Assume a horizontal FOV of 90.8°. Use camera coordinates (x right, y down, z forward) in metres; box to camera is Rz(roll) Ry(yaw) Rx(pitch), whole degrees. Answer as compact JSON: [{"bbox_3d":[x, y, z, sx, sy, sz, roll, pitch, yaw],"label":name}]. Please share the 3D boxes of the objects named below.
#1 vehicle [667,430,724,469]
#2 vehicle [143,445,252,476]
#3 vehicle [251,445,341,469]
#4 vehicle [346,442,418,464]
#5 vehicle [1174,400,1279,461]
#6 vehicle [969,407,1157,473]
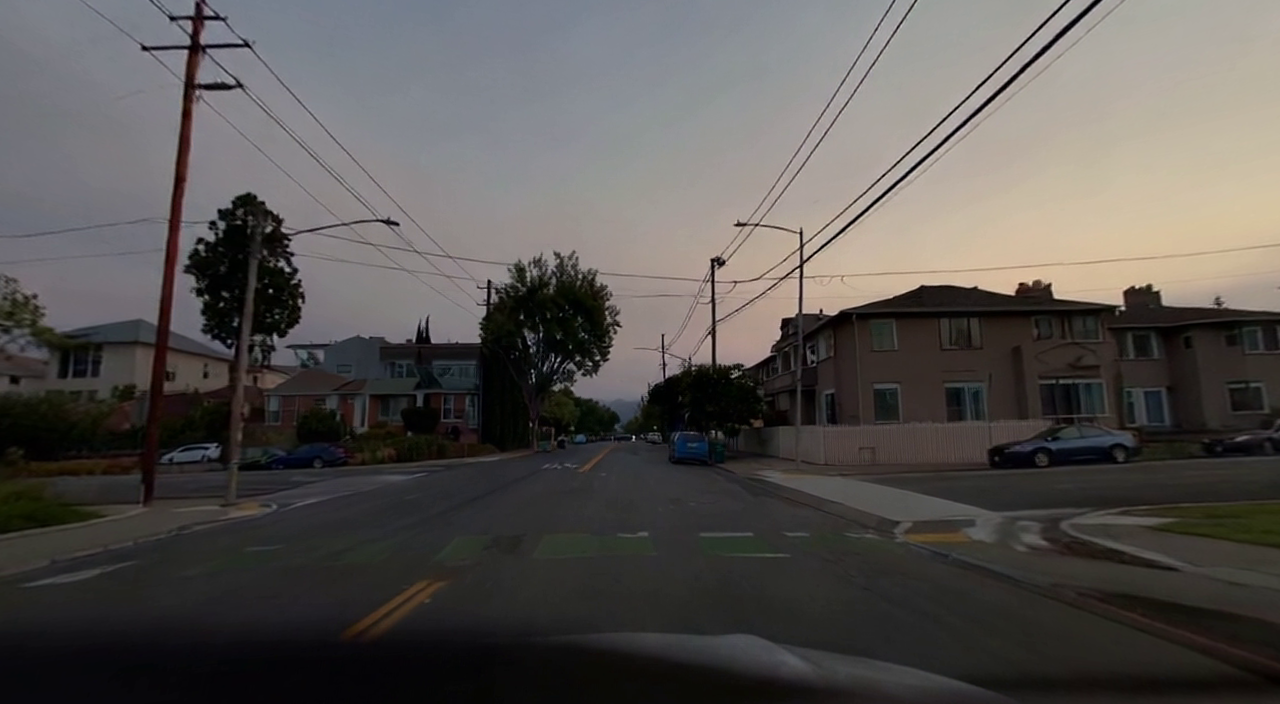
[{"bbox_3d":[2.388,4.356,28.223,1.999,1.604,4.065,0,-8,-3],"label":"vehicle"},{"bbox_3d":[-25.044,6.121,35.945,1.814,1.462,4.703,-8,-10,30],"label":"vehicle"},{"bbox_3d":[-21.956,6.707,40.481,1.797,1.446,4.694,-4,-10,30],"label":"vehicle"},{"bbox_3d":[-18.540,7.287,45.553,1.835,1.463,4.469,-4,-10,32],"label":"vehicle"},{"bbox_3d":[19.786,2.382,19.815,4.264,1.730,1.961,-2,-7,-3],"label":"vehicle"},{"bbox_3d":[12.943,2.716,19.508,4.375,1.733,1.953,-2,-9,-4],"label":"vehicle"}]
